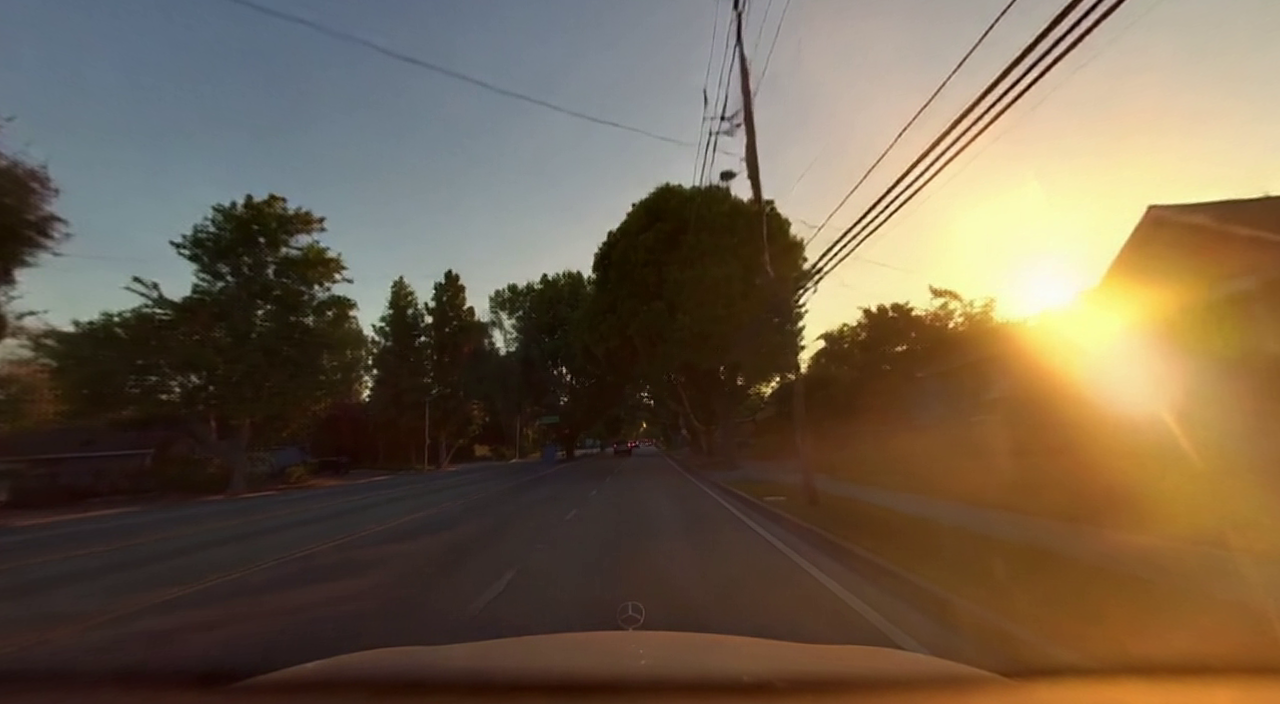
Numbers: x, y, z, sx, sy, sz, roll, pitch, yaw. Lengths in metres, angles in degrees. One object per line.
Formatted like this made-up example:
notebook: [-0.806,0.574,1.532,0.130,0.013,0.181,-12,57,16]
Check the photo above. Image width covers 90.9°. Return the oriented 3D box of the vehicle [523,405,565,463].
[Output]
vehicle: [-6.500,5.609,43.184,2.365,3.642,3.374,-4,-7,-5]
